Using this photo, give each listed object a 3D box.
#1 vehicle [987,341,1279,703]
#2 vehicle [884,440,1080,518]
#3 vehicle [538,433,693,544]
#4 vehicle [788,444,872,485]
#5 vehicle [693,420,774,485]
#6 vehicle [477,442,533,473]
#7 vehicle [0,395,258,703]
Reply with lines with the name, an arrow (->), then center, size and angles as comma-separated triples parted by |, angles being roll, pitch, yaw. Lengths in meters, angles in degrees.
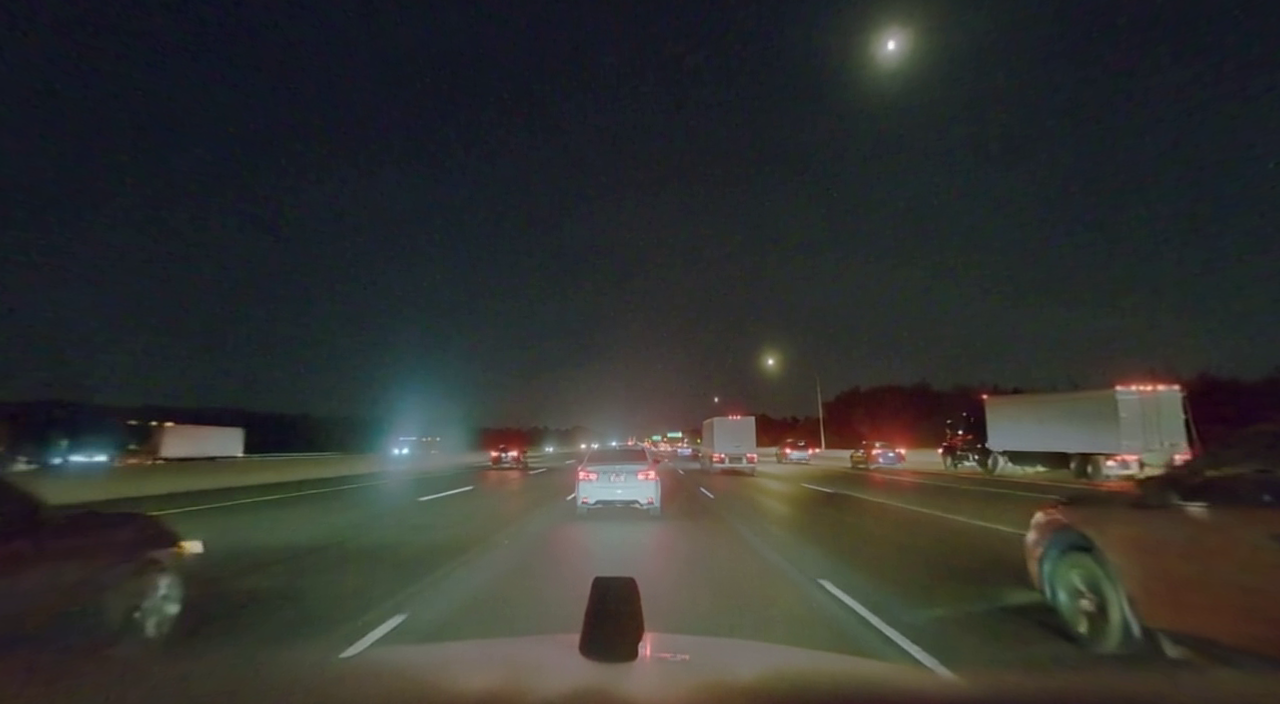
vehicle -> 3.593, 0.803, 2.510 | 2.053, 1.666, 4.106 | 0, -9, 0
vehicle -> 7.623, 2.848, 14.705 | 2.021, 1.505, 4.480 | 0, -9, -1
vehicle -> -0.322, 2.192, 10.746 | 2.132, 1.499, 4.038 | 0, -9, 0
vehicle -> 7.433, 4.422, 25.094 | 1.942, 1.482, 4.250 | 0, -9, -1
vehicle -> 3.607, 4.033, 25.387 | 2.440, 2.313, 5.266 | 0, -9, 0
vehicle -> -7.341, 5.809, 34.738 | 2.010, 1.557, 4.449 | 0, -9, 1
vehicle -> -3.763, 0.897, 2.315 | 1.926, 1.542, 4.329 | 0, -9, 1
